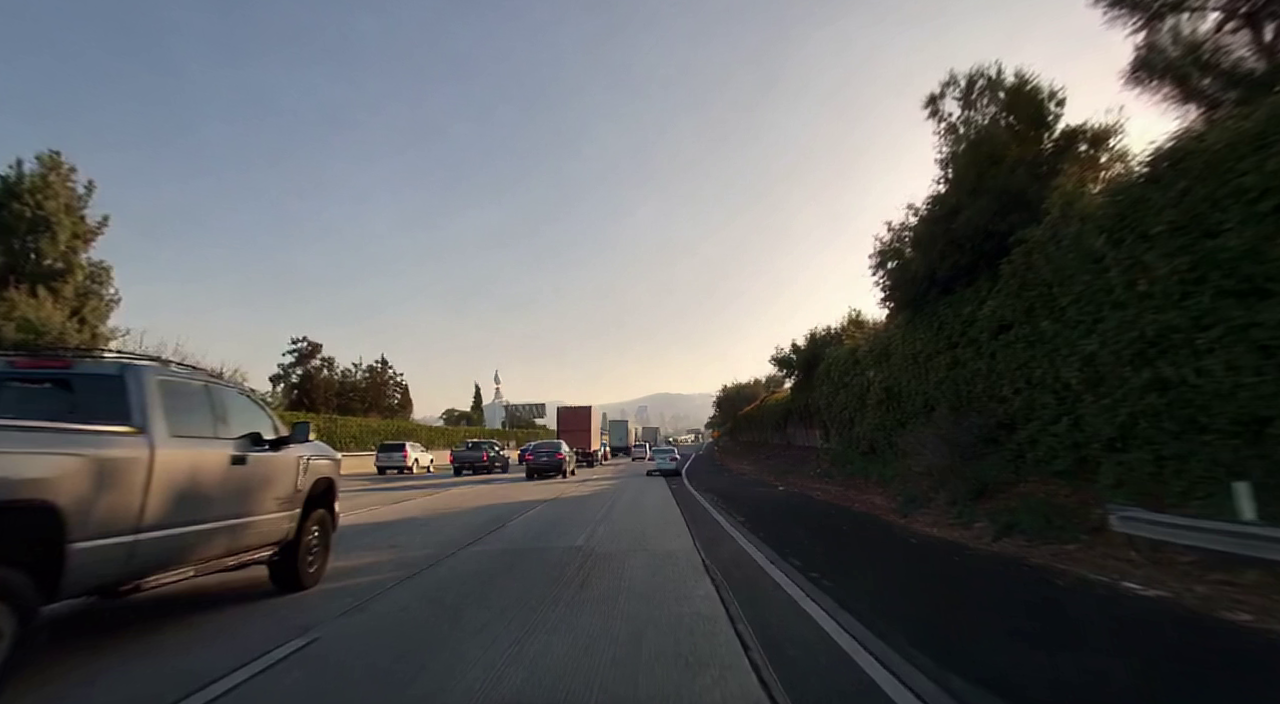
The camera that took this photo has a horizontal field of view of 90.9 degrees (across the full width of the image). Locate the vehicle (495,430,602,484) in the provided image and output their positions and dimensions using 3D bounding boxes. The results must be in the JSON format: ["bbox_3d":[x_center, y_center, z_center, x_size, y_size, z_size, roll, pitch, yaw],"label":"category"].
[{"bbox_3d":[-3.797,4.951,30.626,3.050,1.964,15.030,0,-8,0],"label":"vehicle"}]

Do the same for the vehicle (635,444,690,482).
[{"bbox_3d":[0.973,4.665,26.884,2.176,1.493,3.955,0,-8,2],"label":"vehicle"}]

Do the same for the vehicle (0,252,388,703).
[{"bbox_3d":[-4.007,0.762,3.144,2.724,2.170,6.508,0,-8,1],"label":"vehicle"}]

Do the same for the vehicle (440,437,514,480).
[{"bbox_3d":[-7.262,4.800,28.616,2.039,1.769,4.552,0,-8,2],"label":"vehicle"}]
